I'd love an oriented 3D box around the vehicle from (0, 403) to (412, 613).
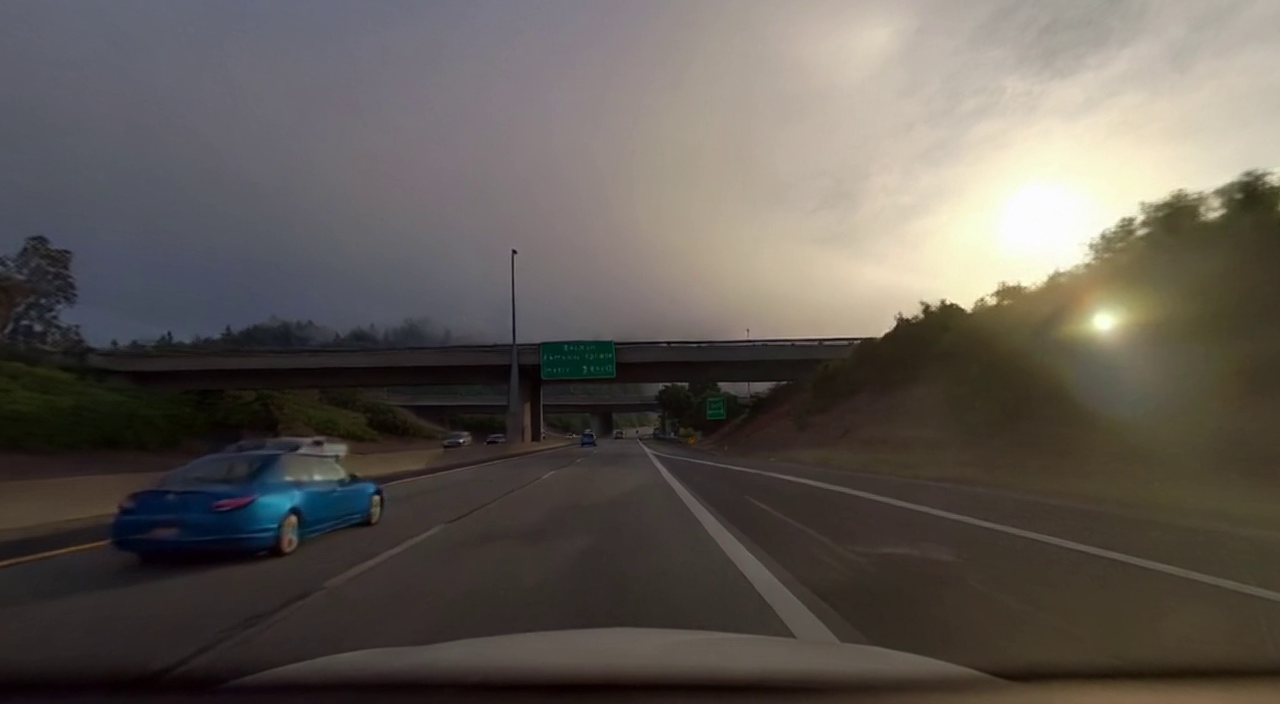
[{"bbox_3d":[-4.534,1.526,7.299,2.086,1.624,4.607,0,-8,0],"label":"vehicle"}]
